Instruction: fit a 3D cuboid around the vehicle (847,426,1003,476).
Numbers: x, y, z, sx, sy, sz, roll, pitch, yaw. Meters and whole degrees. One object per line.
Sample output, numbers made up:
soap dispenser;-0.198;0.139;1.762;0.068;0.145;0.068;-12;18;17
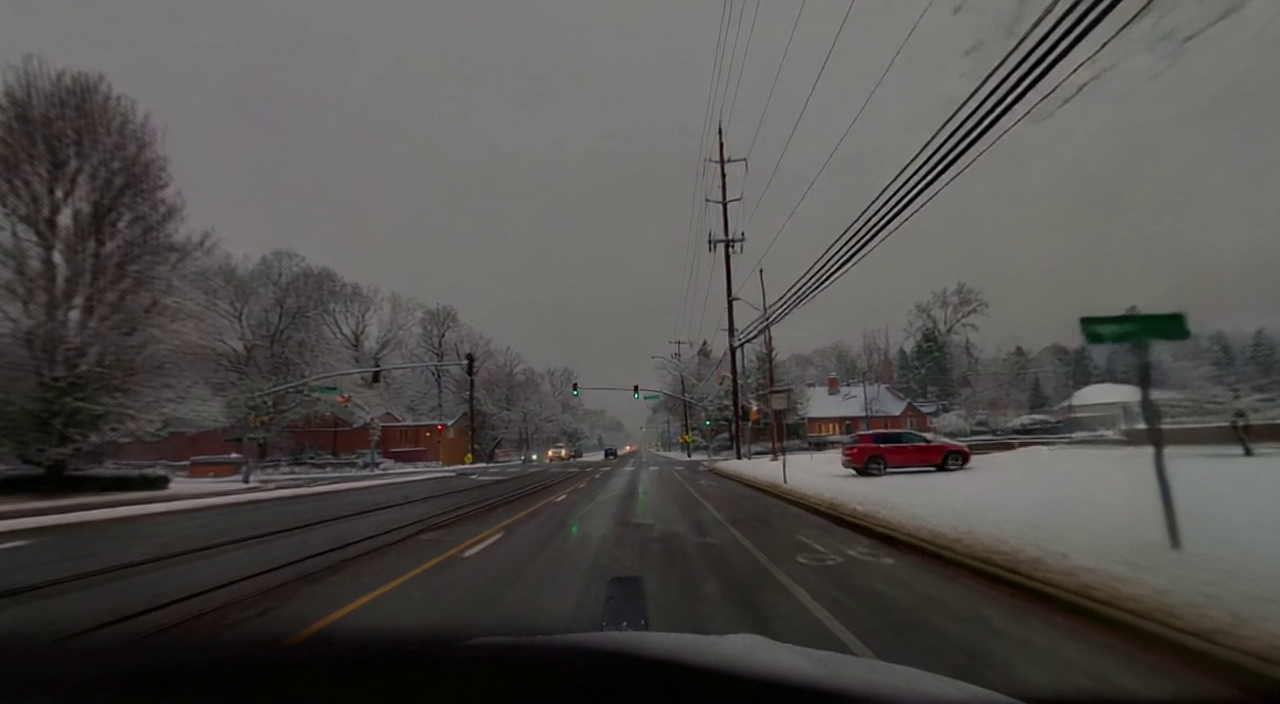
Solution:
vehicle;10.541;3.695;23.596;4.765;1.738;2.101;0;-8;-2

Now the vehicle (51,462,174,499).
vehicle;-26.825;6.533;32.171;4.451;1.724;1.988;0;-8;0
